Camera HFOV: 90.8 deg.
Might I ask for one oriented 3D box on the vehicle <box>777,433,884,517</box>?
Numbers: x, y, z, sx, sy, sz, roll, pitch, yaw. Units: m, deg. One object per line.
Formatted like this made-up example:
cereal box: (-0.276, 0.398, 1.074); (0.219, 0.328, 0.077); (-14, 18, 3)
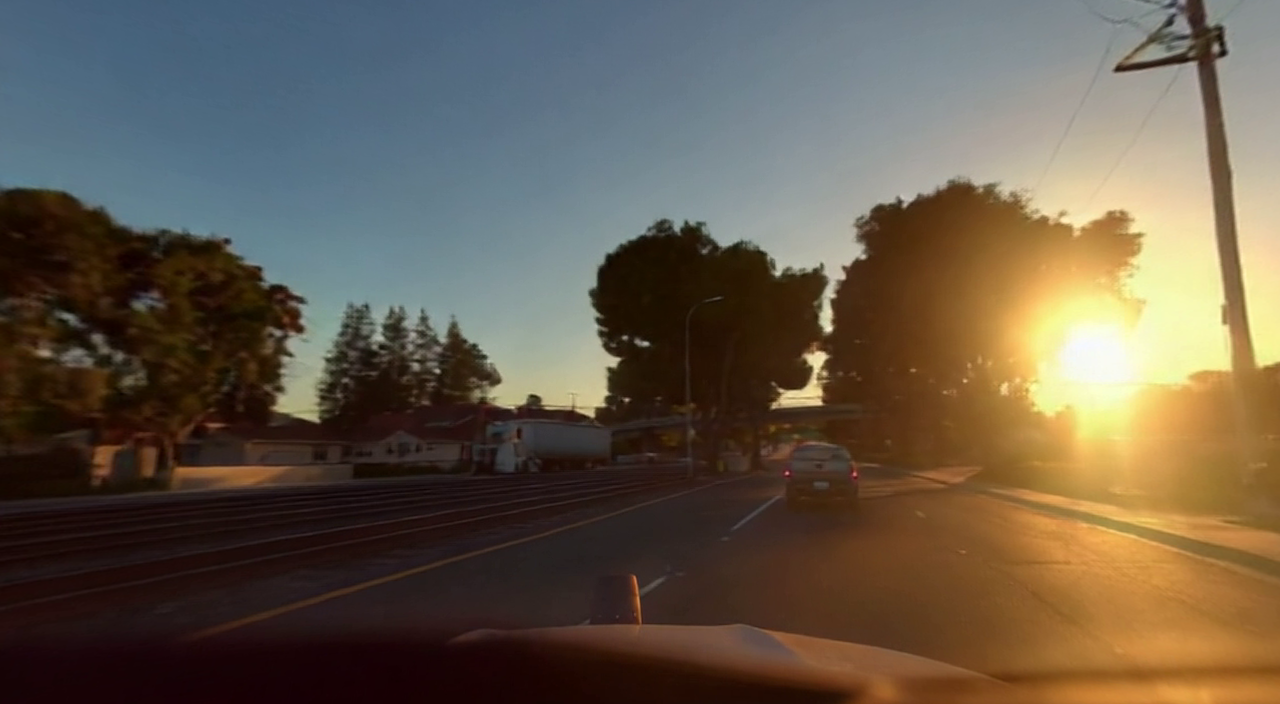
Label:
vehicle: (5.390, 3.330, 17.716); (2.404, 1.926, 5.251); (-3, -9, 18)
